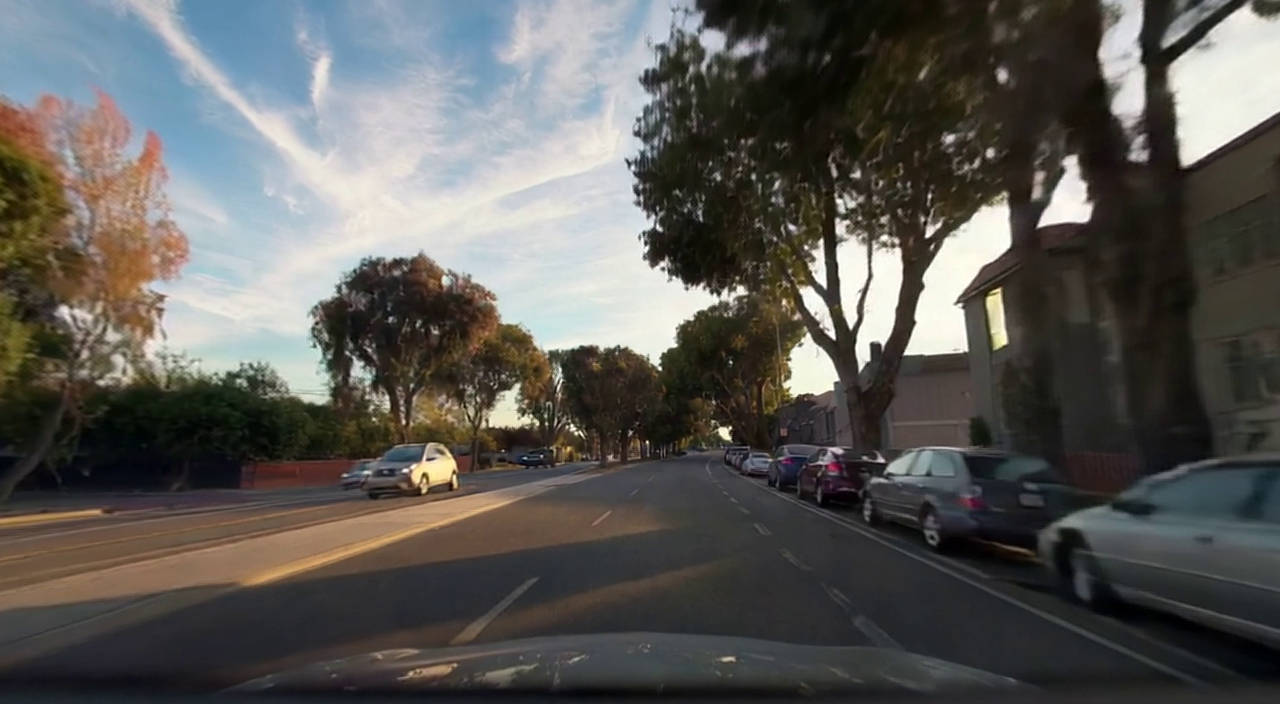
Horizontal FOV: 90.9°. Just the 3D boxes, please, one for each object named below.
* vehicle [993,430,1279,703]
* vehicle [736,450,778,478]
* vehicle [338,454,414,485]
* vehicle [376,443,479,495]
[{"bbox_3d":[4.364,1.197,3.587,2.080,1.490,5.001,-1,-8,4],"label":"vehicle"},{"bbox_3d":[6.473,6.241,35.377,1.833,1.399,4.727,-1,-8,5],"label":"vehicle"},{"bbox_3d":[-14.374,6.419,34.625,1.909,1.483,4.498,-1,-8,5],"label":"vehicle"},{"bbox_3d":[-7.740,4.270,23.592,2.331,1.696,4.861,0,-8,-2],"label":"vehicle"}]
